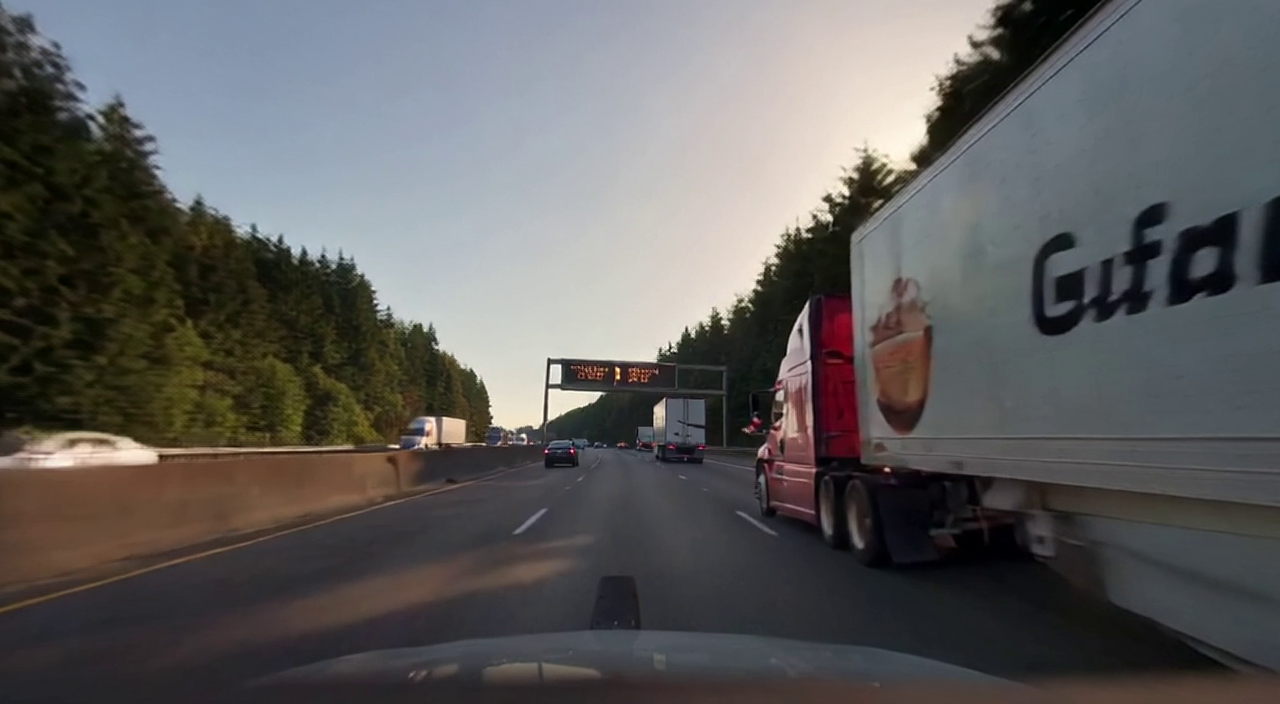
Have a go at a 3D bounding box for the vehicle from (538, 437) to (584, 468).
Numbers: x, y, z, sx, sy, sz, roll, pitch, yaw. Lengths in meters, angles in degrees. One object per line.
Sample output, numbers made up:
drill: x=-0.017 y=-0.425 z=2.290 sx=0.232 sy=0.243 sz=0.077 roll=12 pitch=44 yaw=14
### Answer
vehicle: x=-4.463 y=5.754 z=36.330 sx=2.206 sy=1.644 sz=4.027 roll=0 pitch=-8 yaw=-1

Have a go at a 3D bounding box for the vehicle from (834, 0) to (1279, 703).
vehicle: x=3.899 y=-0.604 z=0.657 sx=2.948 sy=4.045 sz=13.051 roll=0 pitch=-8 yaw=-1

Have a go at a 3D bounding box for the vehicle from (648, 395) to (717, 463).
vehicle: x=2.620 y=5.567 z=44.544 sx=3.116 sy=3.992 sz=13.748 roll=0 pitch=-8 yaw=-3

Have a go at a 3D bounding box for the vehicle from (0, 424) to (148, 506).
vehicle: x=-12.587 y=2.210 z=12.482 sx=1.930 sy=1.468 sz=4.667 roll=0 pitch=-8 yaw=-1
